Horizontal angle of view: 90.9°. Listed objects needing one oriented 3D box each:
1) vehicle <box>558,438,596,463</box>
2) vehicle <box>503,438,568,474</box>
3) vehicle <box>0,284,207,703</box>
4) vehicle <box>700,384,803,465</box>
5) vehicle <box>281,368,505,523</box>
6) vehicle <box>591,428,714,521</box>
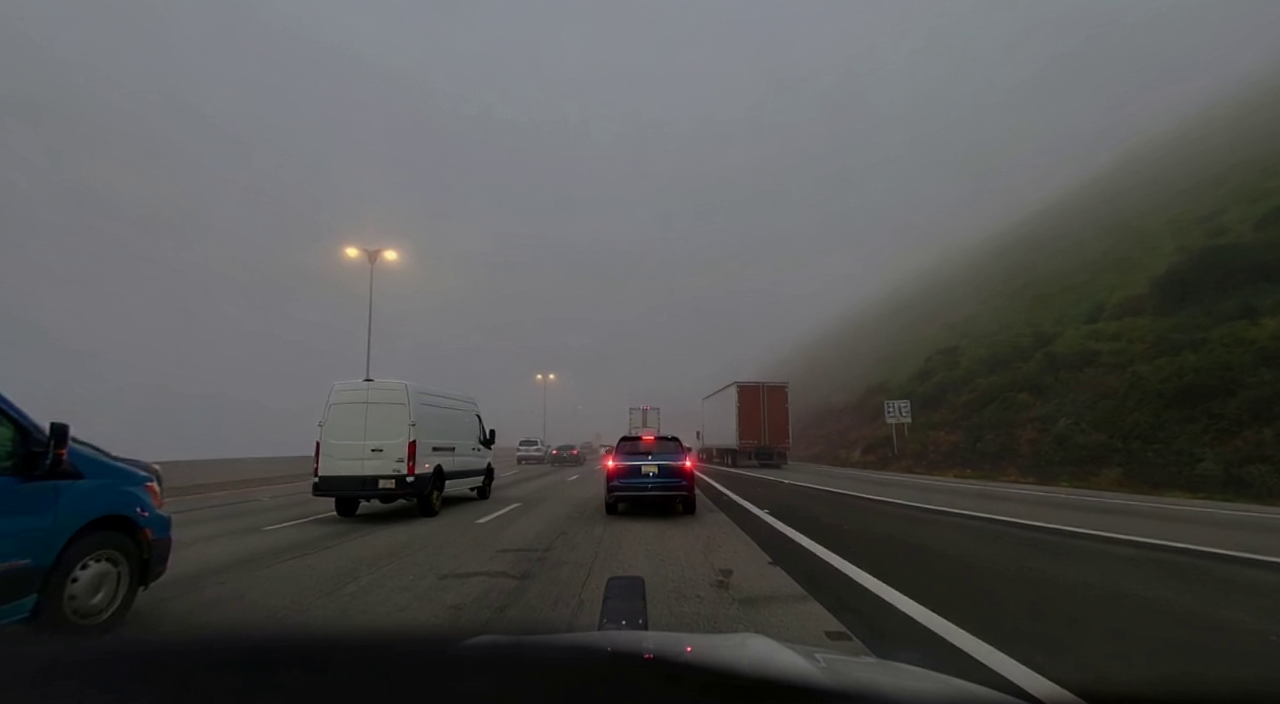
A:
[{"bbox_3d":[-3.977,6.342,40.630,1.949,1.475,4.335,0,-8,1],"label":"vehicle"},{"bbox_3d":[-4.504,4.539,27.786,2.007,1.457,4.447,-1,-8,1],"label":"vehicle"},{"bbox_3d":[-4.240,0.523,1.736,2.195,2.086,5.445,0,-8,0],"label":"vehicle"},{"bbox_3d":[6.652,5.019,41.498,2.989,4.277,16.586,0,-8,-3],"label":"vehicle"},{"bbox_3d":[-4.653,1.941,13.242,2.300,2.522,5.701,0,-8,1],"label":"vehicle"},{"bbox_3d":[0.172,2.304,12.339,2.003,1.499,3.930,0,-8,-1],"label":"vehicle"}]
